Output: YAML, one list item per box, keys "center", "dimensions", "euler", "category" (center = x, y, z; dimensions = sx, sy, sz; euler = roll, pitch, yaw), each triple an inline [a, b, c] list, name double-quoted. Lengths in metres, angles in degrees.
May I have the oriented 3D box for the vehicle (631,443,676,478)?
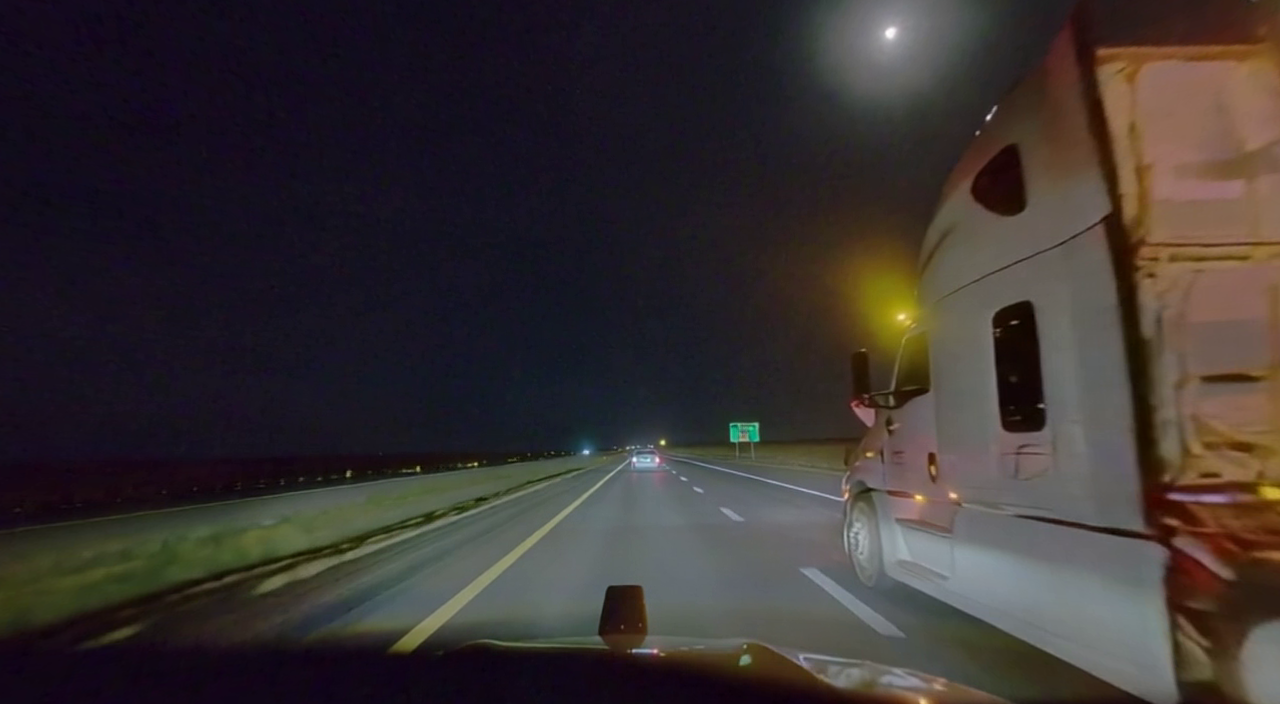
- center: [0.631, 5.099, 29.882]
  dimensions: [1.968, 1.515, 4.025]
  euler: [-1, -8, 0]
  category: "vehicle"

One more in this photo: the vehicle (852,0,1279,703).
- center: [3.706, -0.136, 2.034]
  dimensions: [3.032, 3.821, 8.547]
  euler: [0, -8, 0]
  category: "vehicle"
